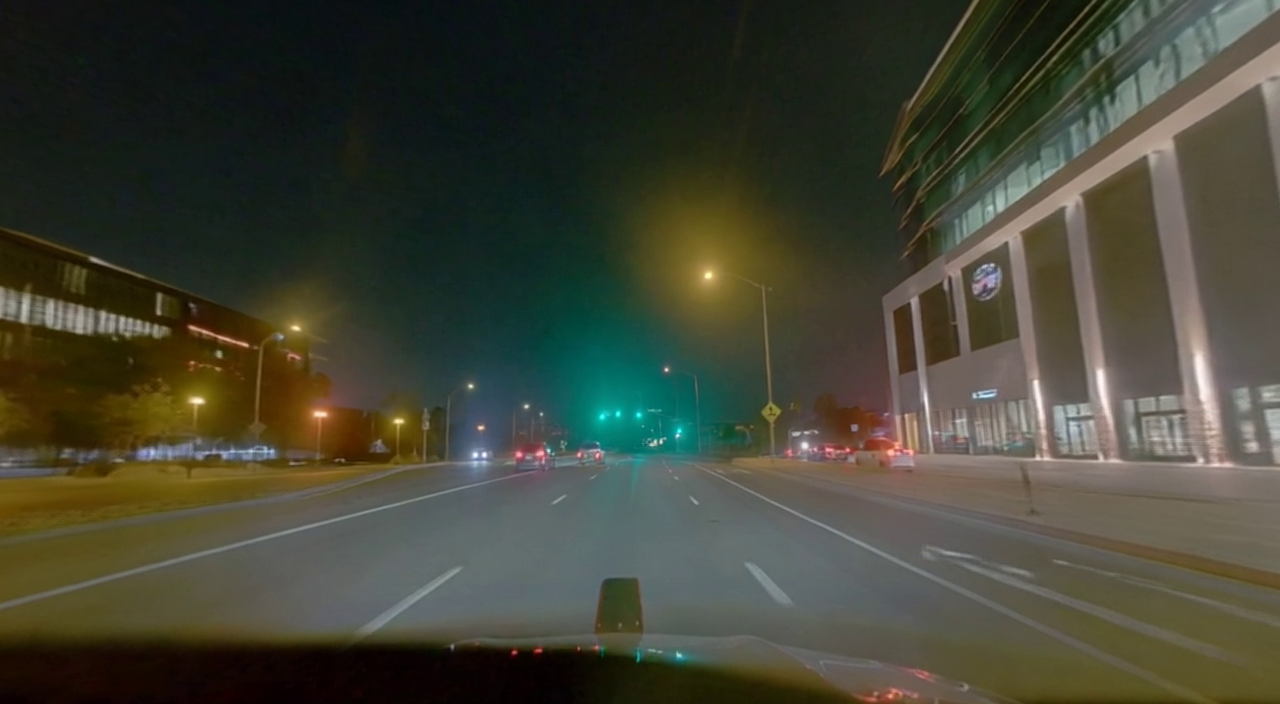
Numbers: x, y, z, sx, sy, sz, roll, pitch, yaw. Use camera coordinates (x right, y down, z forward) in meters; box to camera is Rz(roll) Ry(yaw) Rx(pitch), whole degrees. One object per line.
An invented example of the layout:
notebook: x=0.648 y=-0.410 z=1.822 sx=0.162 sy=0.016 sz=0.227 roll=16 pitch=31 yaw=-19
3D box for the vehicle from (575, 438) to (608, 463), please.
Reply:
vehicle: x=-3.543 y=7.288 z=46.666 sx=2.052 sy=1.729 sz=4.195 roll=0 pitch=-9 yaw=0

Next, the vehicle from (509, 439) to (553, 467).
vehicle: x=-6.766 y=6.303 z=39.656 sx=1.909 sy=1.605 sz=4.561 roll=0 pitch=-9 yaw=1
